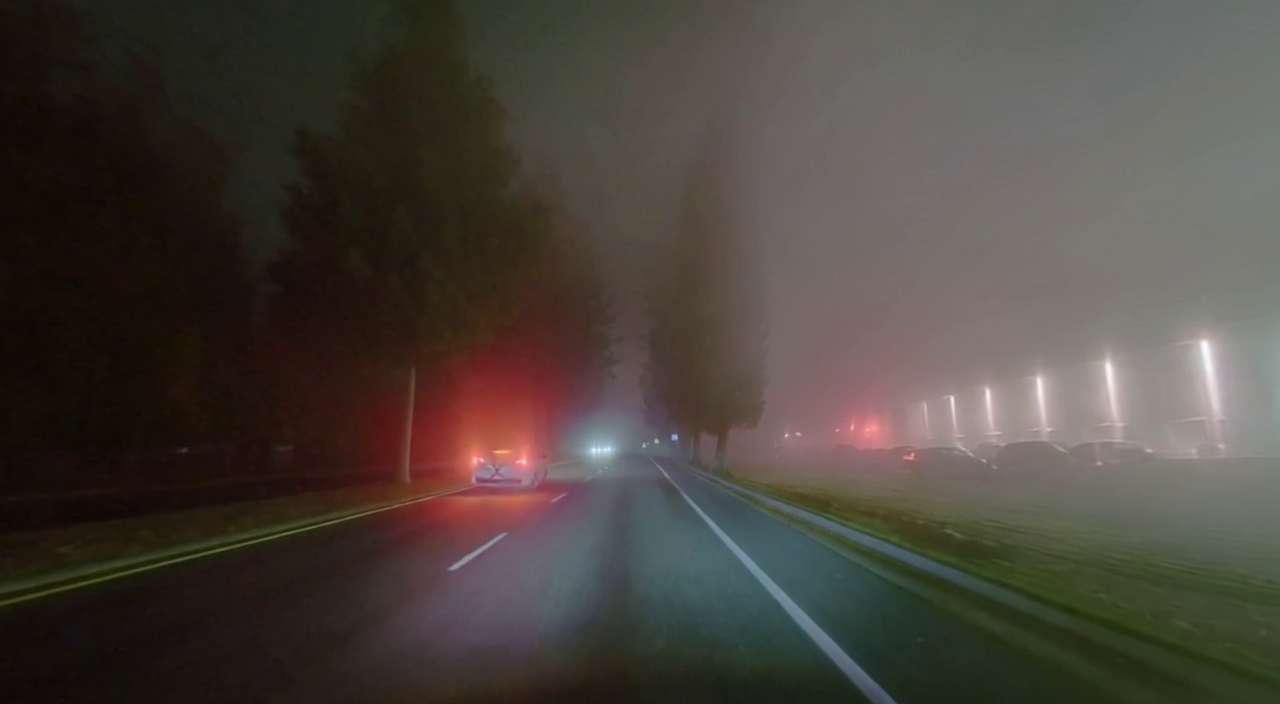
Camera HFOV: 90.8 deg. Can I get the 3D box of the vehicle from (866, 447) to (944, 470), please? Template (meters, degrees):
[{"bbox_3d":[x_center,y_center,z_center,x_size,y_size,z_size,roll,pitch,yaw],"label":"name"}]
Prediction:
[{"bbox_3d":[18.292,7.338,43.714,4.520,1.557,2.056,1,-9,-7],"label":"vehicle"}]

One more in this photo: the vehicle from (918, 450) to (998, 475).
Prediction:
[{"bbox_3d":[19.406,6.719,38.609,3.870,1.459,1.869,1,-9,-7],"label":"vehicle"}]

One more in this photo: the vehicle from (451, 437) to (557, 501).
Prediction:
[{"bbox_3d":[-3.623,3.181,17.608,2.030,1.550,3.925,0,-8,1],"label":"vehicle"}]
